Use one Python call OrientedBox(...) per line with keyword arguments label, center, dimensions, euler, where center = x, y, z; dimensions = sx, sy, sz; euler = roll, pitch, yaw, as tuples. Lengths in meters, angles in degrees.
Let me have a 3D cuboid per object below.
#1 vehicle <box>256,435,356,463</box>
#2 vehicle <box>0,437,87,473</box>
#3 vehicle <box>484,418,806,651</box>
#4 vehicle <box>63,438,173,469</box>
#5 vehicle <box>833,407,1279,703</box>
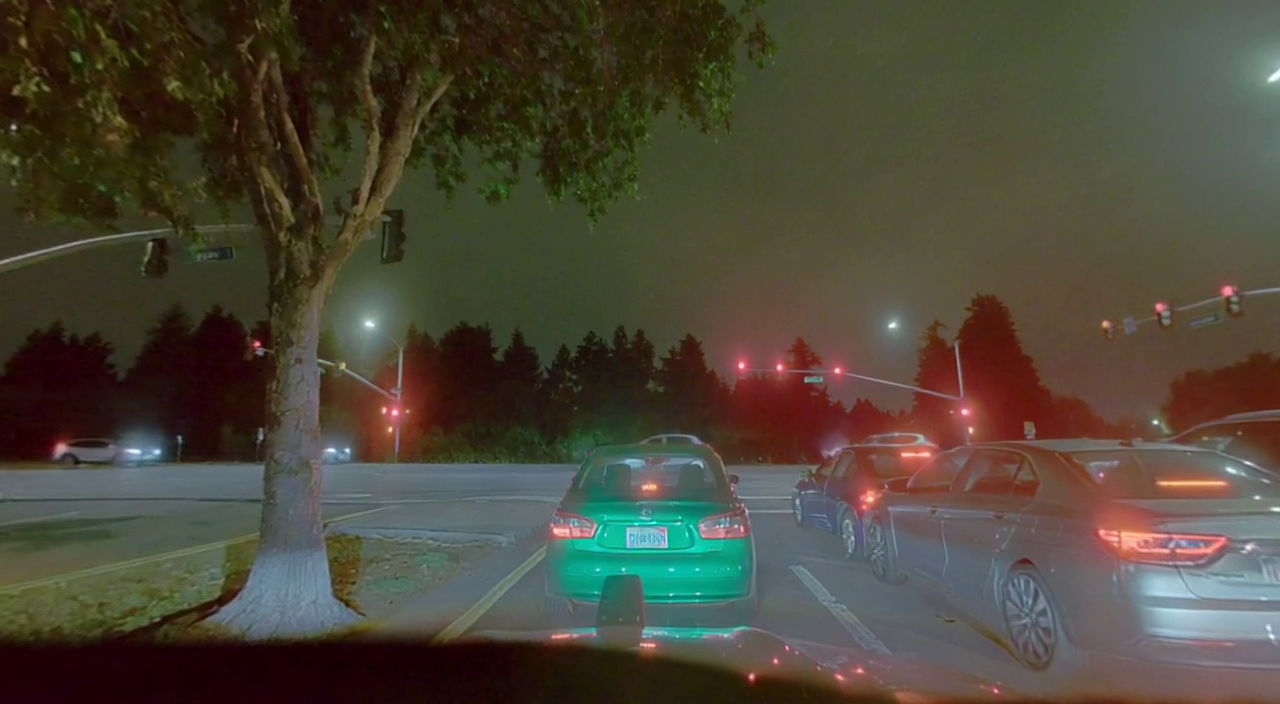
OrientedBox(label="vehicle", center=(-19.511, 5.691, 37.077), dimensions=(4.754, 1.583, 1.954), euler=(0, -9, -2))
OrientedBox(label="vehicle", center=(-29.955, 5.000, 30.729), dimensions=(4.517, 1.637, 1.935), euler=(-1, -9, 7))
OrientedBox(label="vehicle", center=(0.028, 1.467, 6.146), dimensions=(2.026, 1.458, 4.175), euler=(0, -9, 0))
OrientedBox(label="vehicle", center=(-28.035, 5.443, 33.993), dimensions=(4.416, 1.597, 1.887), euler=(-1, -9, 6))
OrientedBox(label="vehicle", center=(3.097, 1.300, 4.854), dimensions=(1.861, 1.479, 4.371), euler=(0, -9, 0))
